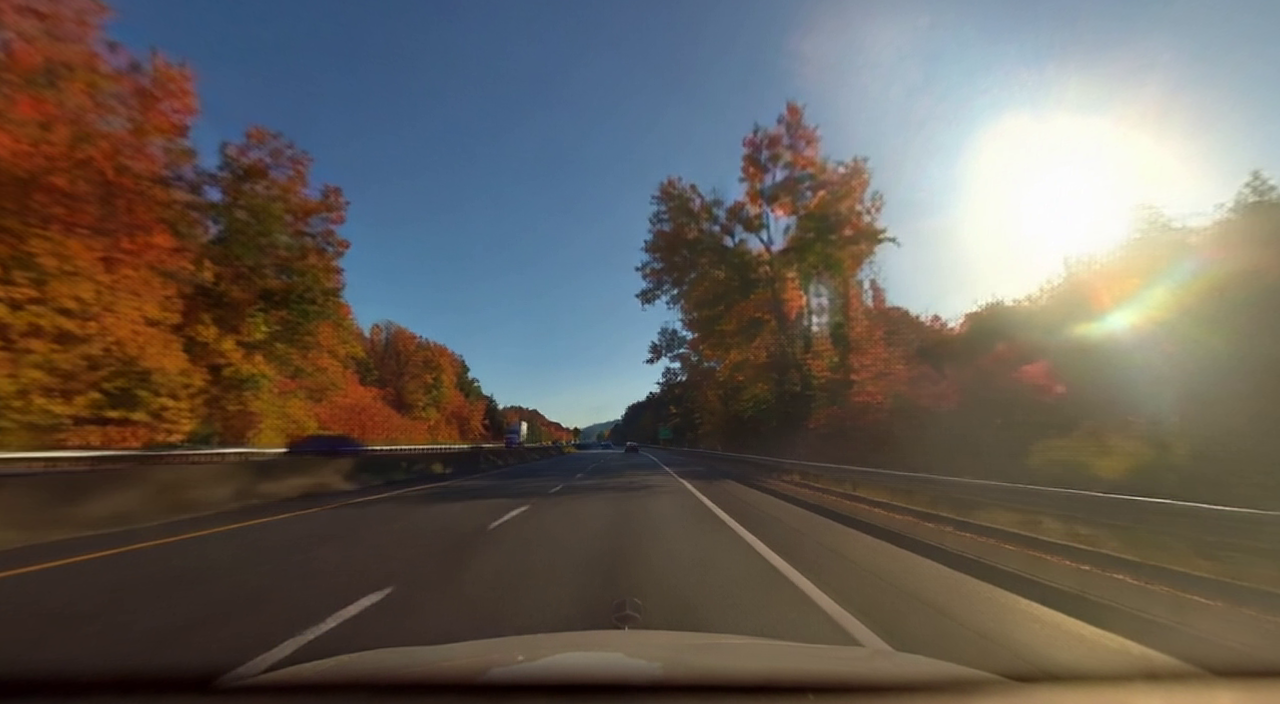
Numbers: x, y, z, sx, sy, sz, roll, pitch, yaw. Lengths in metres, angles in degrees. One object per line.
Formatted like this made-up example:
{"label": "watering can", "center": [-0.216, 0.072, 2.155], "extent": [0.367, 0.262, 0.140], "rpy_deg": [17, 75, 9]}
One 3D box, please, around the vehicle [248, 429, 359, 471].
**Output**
{"label": "vehicle", "center": [-13.456, 3.945, 25.565], "extent": [1.870, 1.530, 4.700], "rpy_deg": [0, -8, 1]}
